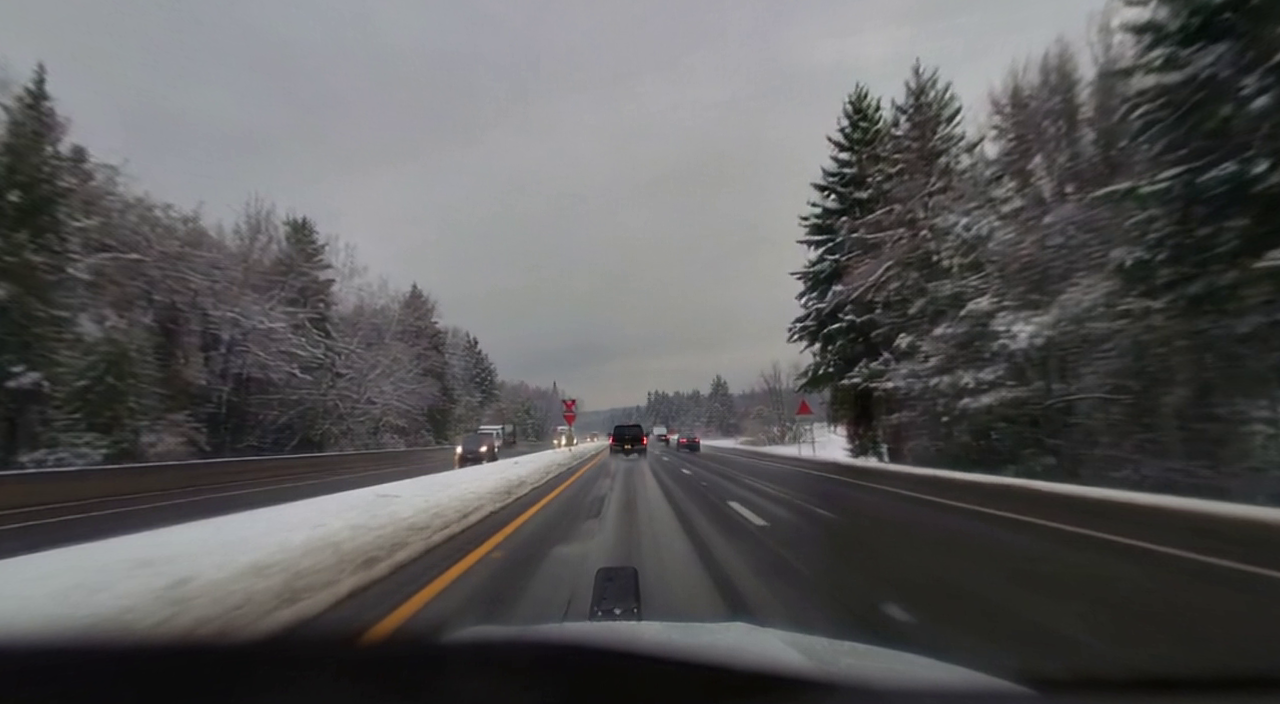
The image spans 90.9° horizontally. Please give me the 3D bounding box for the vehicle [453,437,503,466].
[{"bbox_3d":[-9.512,5.861,37.353,1.903,1.591,4.430,0,-8,-1],"label":"vehicle"}]

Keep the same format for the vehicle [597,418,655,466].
[{"bbox_3d":[-0.658,4.243,29.823,2.503,2.044,4.633,0,-8,-1],"label":"vehicle"}]
